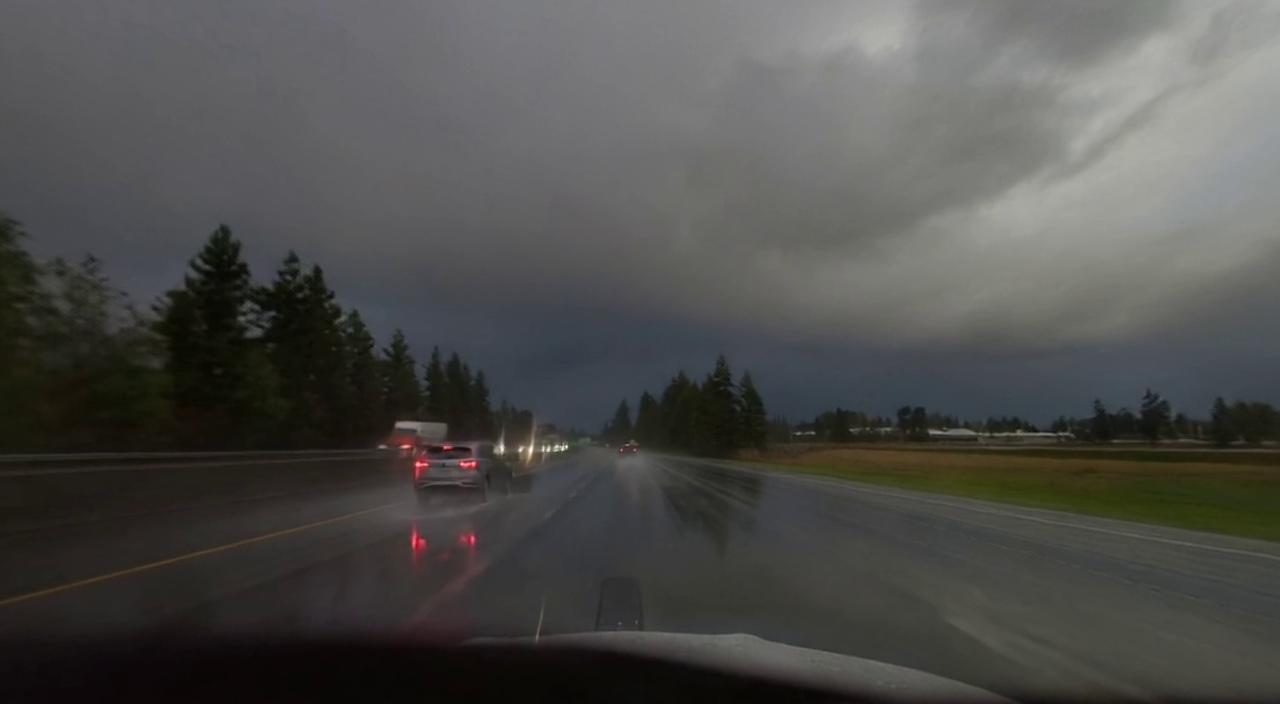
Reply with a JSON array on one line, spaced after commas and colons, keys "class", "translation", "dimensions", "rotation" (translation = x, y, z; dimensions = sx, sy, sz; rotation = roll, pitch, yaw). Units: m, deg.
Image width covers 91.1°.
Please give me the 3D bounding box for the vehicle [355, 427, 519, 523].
[{"class": "vehicle", "translation": [-4.124, 2.581, 13.704], "dimensions": [2.111, 1.717, 4.426], "rotation": [0, -9, 0]}]
